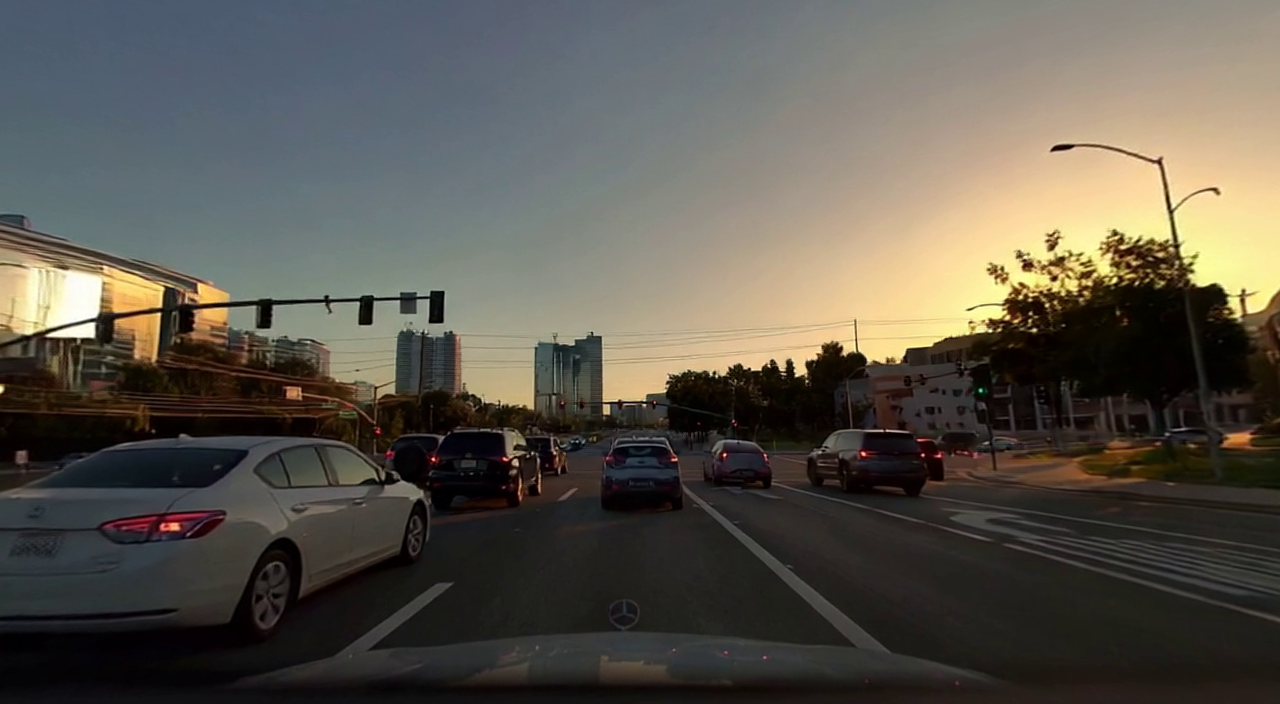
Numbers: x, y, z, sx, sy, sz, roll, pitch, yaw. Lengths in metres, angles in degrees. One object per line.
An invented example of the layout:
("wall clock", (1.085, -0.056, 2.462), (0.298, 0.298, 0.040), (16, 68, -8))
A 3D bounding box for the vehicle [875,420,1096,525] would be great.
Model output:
("vehicle", (6.473, 2.296, 12.529), (1.945, 1.706, 4.190), (0, -9, -1))

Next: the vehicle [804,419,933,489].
("vehicle", (7.235, 3.318, 20.746), (2.156, 1.982, 5.358), (0, -9, -1))

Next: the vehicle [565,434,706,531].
("vehicle", (-0.090, 2.245, 11.449), (2.098, 1.431, 3.958), (0, -8, -1))

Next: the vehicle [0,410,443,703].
("vehicle", (-3.186, 1.315, 4.981), (1.837, 1.463, 4.311), (0, -8, 1))

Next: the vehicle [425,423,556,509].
("vehicle", (-3.325, 2.647, 15.068), (2.033, 1.714, 4.278), (0, -8, 1))

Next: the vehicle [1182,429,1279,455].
("vehicle", (41.880, 6.365, 44.578), (5.147, 1.774, 2.049), (-1, -9, 3))

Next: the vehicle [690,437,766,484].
("vehicle", (3.074, 3.890, 23.015), (1.987, 1.515, 4.521), (0, -8, -2))
